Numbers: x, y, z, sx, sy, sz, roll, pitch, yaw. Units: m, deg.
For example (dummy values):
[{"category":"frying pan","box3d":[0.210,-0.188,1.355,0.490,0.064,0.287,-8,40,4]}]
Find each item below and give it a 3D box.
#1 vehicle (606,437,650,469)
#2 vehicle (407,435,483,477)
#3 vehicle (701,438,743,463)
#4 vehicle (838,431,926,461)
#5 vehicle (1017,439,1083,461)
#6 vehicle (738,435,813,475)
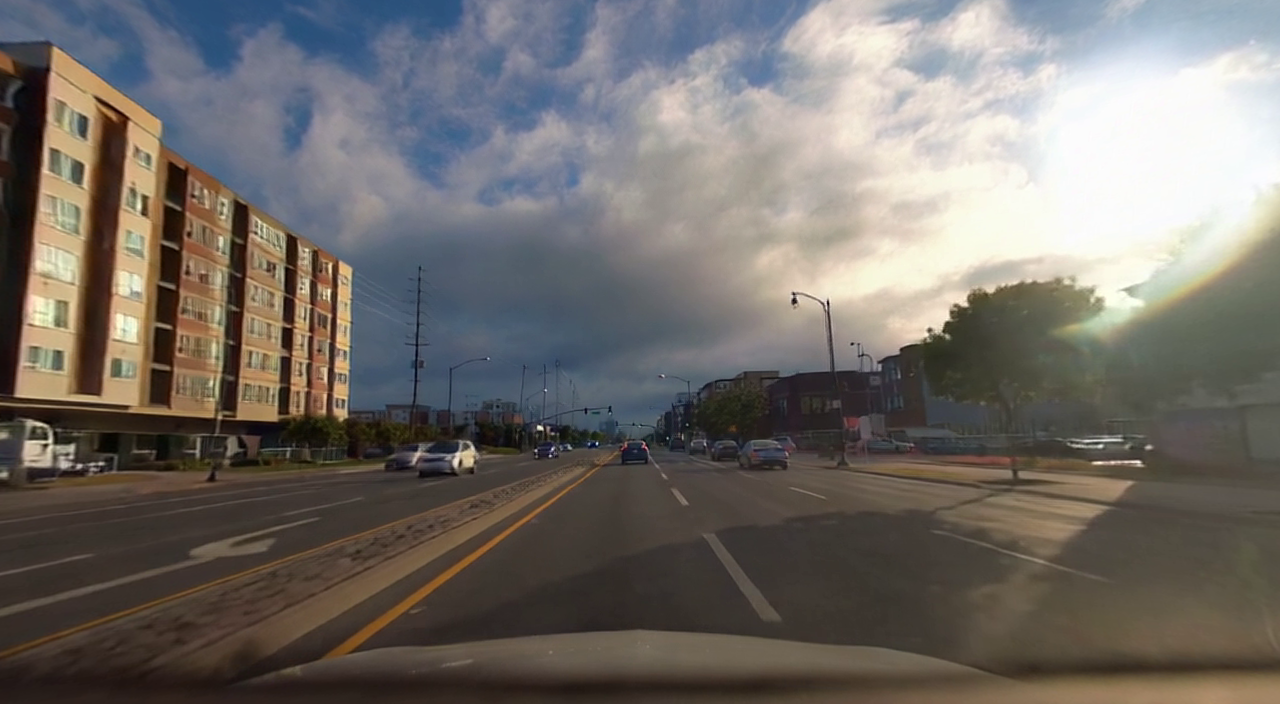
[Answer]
[{"category":"vehicle","box3d":[-0.584,5.164,32.327,2.106,1.553,3.964,0,-8,-1]},{"category":"vehicle","box3d":[-8.715,4.688,28.583,2.013,1.737,4.510,0,-8,0]},{"category":"vehicle","box3d":[5.473,6.602,42.355,2.154,1.554,4.149,0,-8,-2]},{"category":"vehicle","box3d":[17.387,6.792,45.400,5.388,2.082,2.328,1,-9,-5]},{"category":"vehicle","box3d":[29.314,7.012,45.168,1.781,1.507,4.628,0,-8,2]},{"category":"vehicle","box3d":[5.804,4.486,27.634,2.121,1.557,4.898,0,-8,-2]}]
